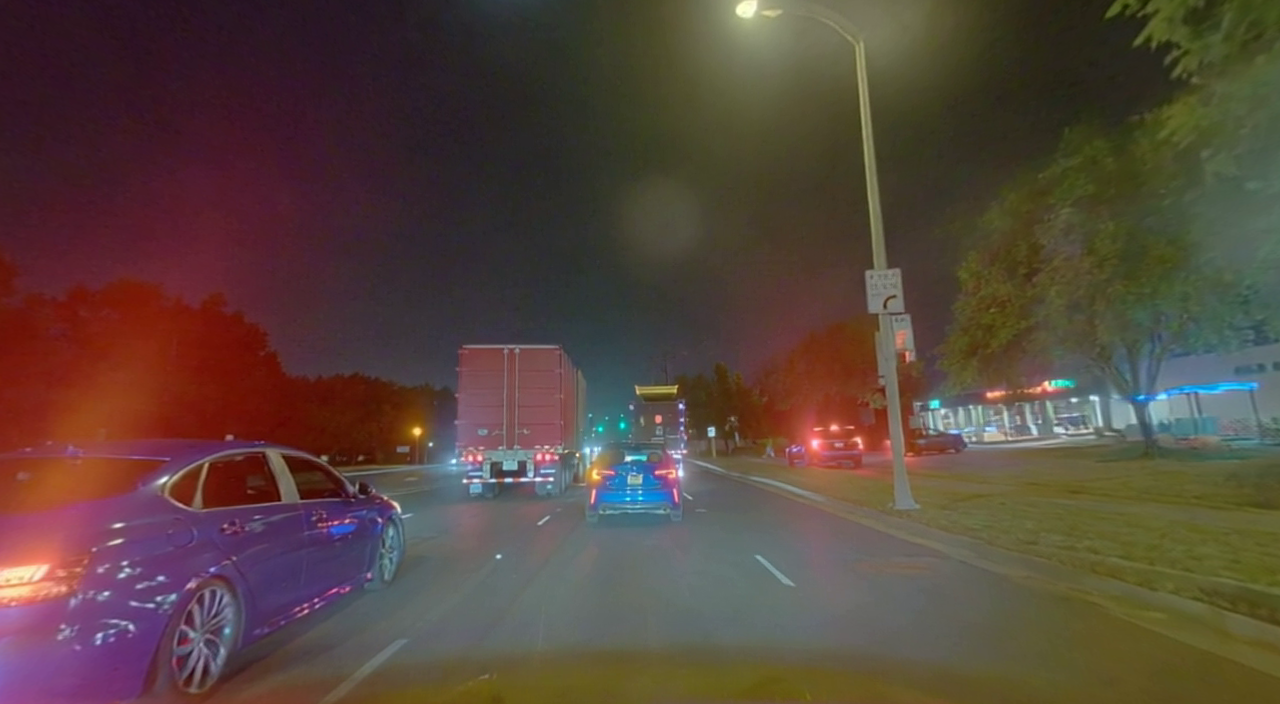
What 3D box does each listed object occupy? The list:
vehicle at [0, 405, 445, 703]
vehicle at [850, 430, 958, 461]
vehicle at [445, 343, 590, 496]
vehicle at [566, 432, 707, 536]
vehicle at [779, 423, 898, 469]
[{"bbox_3d":[-3.052,1.236,4.375,1.969,1.471,4.378,0,-8,0],"label":"vehicle"},{"bbox_3d":[13.255,4.725,31.750,4.574,1.478,1.880,0,-8,3],"label":"vehicle"},{"bbox_3d":[-3.291,2.169,19.159,3.020,3.800,7.105,0,-8,-1],"label":"vehicle"},{"bbox_3d":[-0.088,2.246,11.331,2.067,1.506,4.118,0,-8,-1],"label":"vehicle"},{"bbox_3d":[8.812,4.232,28.341,2.061,1.845,4.829,6,-10,-34],"label":"vehicle"}]
